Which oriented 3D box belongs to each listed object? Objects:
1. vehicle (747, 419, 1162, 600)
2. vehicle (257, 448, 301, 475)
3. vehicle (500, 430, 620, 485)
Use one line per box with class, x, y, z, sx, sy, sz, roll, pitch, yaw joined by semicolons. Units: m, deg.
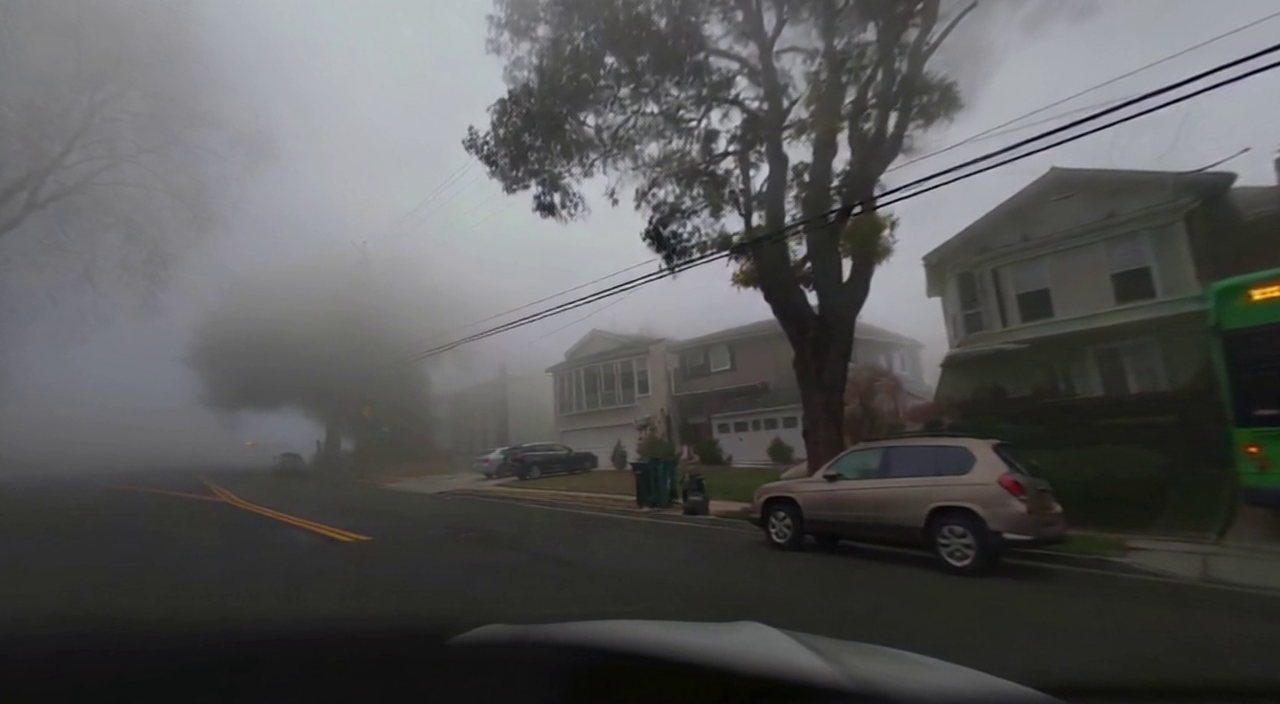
vehicle;3.781;1.842;8.376;1.934;1.697;4.432;7;-11;-40
vehicle;-23.729;7.152;41.443;1.984;1.601;3.994;6;-10;-34
vehicle;-3.144;4.138;25.235;4.431;1.873;1.920;4;-9;-41
